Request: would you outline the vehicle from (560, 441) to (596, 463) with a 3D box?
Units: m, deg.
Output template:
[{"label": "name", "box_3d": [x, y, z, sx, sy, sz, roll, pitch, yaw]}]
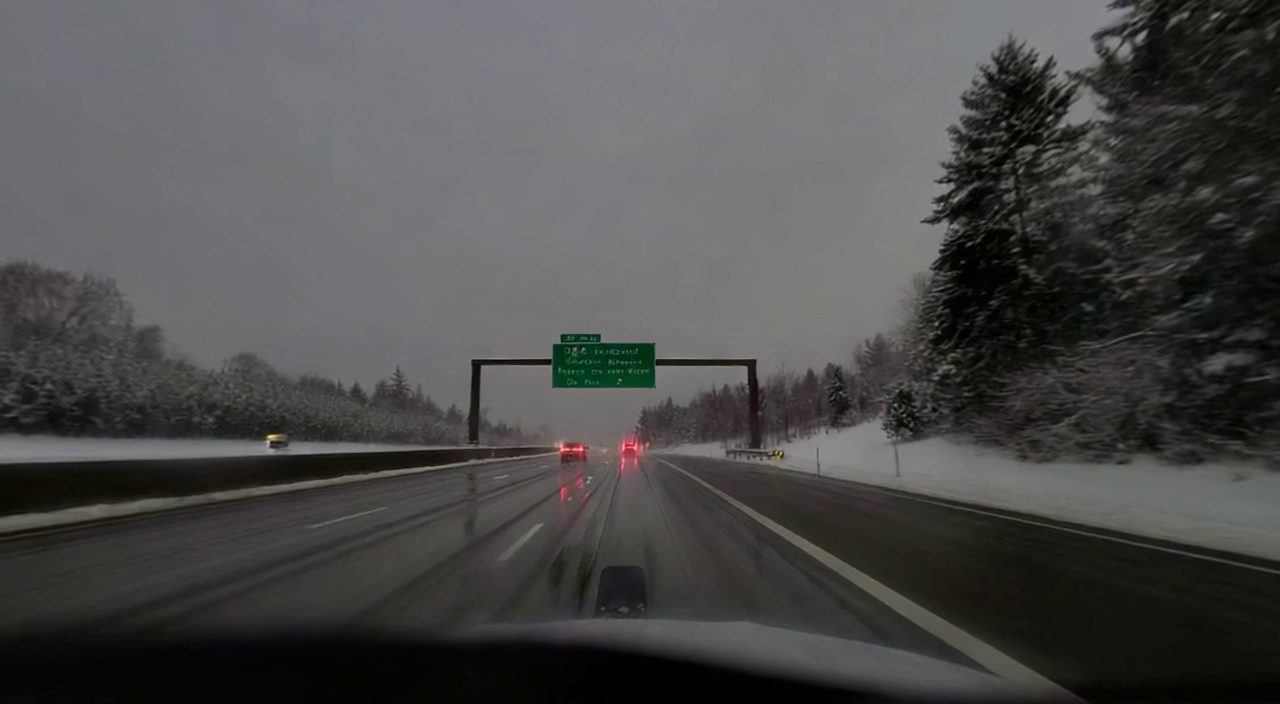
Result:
[{"label": "vehicle", "box_3d": [-4.389, 7.137, 45.046, 2.211, 1.524, 3.651, 0, -8, 0]}]
